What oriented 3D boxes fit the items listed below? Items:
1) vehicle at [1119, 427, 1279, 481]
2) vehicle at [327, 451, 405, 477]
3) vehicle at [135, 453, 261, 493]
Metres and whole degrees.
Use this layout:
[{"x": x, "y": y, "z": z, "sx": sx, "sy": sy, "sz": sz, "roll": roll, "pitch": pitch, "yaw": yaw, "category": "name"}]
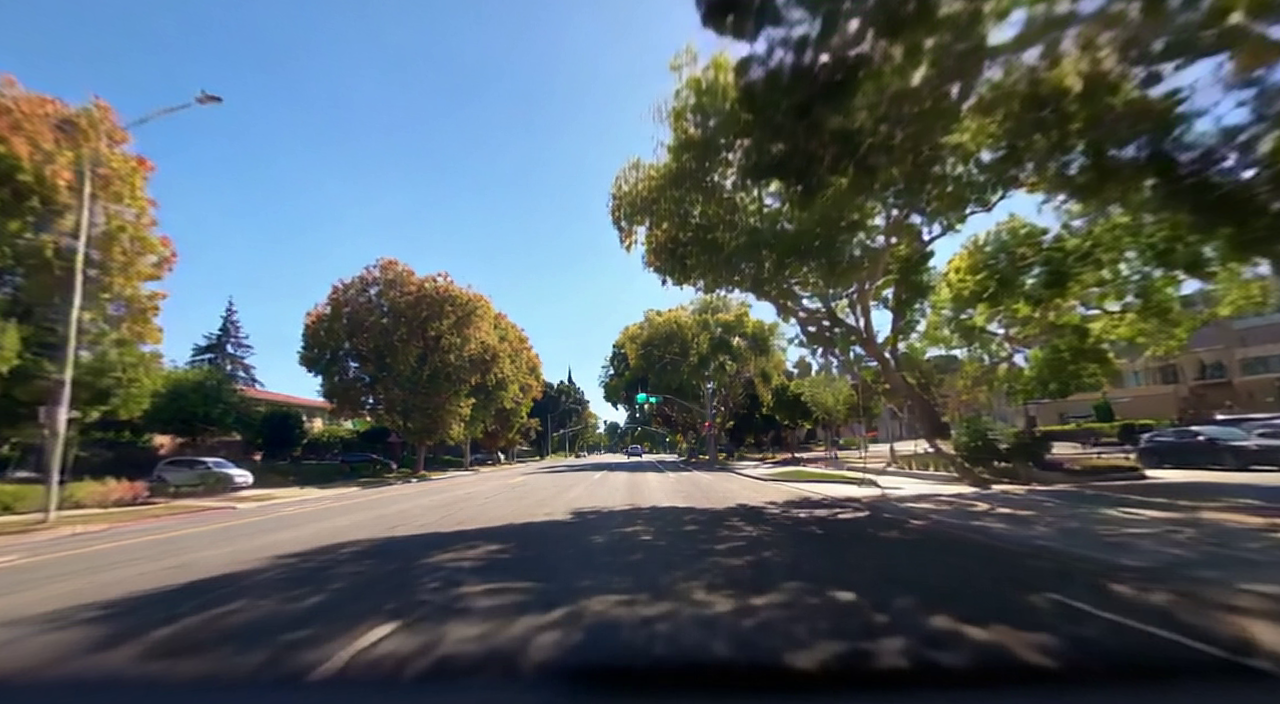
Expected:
[{"x": 19.533, "y": 3.400, "z": 21.243, "sx": 5.172, "sy": 1.468, "sz": 1.964, "roll": -4, "pitch": -11, "yaw": -1, "category": "vehicle"}, {"x": -20.390, "y": 8.340, "z": 47.118, "sx": 4.761, "sy": 1.812, "sz": 2.206, "roll": 0, "pitch": -9, "yaw": -1, "category": "vehicle"}, {"x": -20.229, "y": 5.518, "z": 29.054, "sx": 4.171, "sy": 1.728, "sz": 2.069, "roll": 0, "pitch": -9, "yaw": 1, "category": "vehicle"}]
